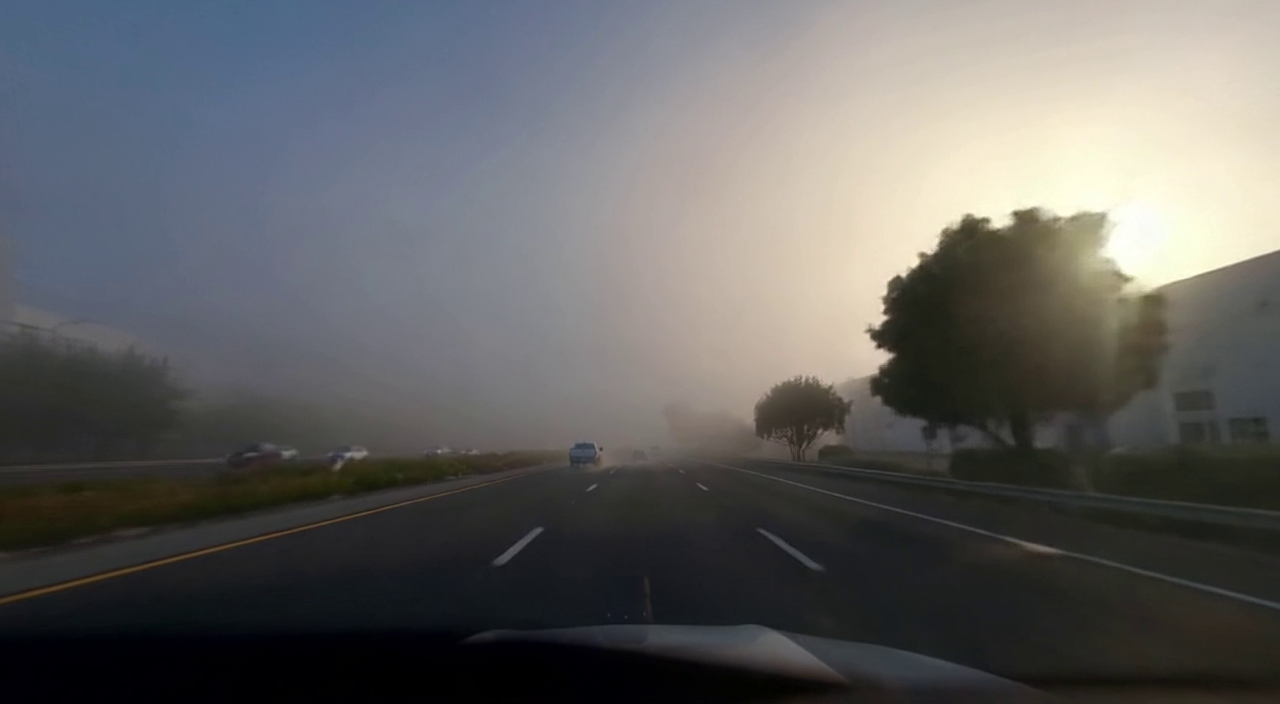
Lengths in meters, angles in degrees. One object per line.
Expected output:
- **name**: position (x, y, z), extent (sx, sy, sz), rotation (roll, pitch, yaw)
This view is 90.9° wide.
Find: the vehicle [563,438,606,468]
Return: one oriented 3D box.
- **vehicle**: position (-3.537, 6.595, 41.211), extent (2.218, 1.850, 4.774), rotation (0, -9, 1)
